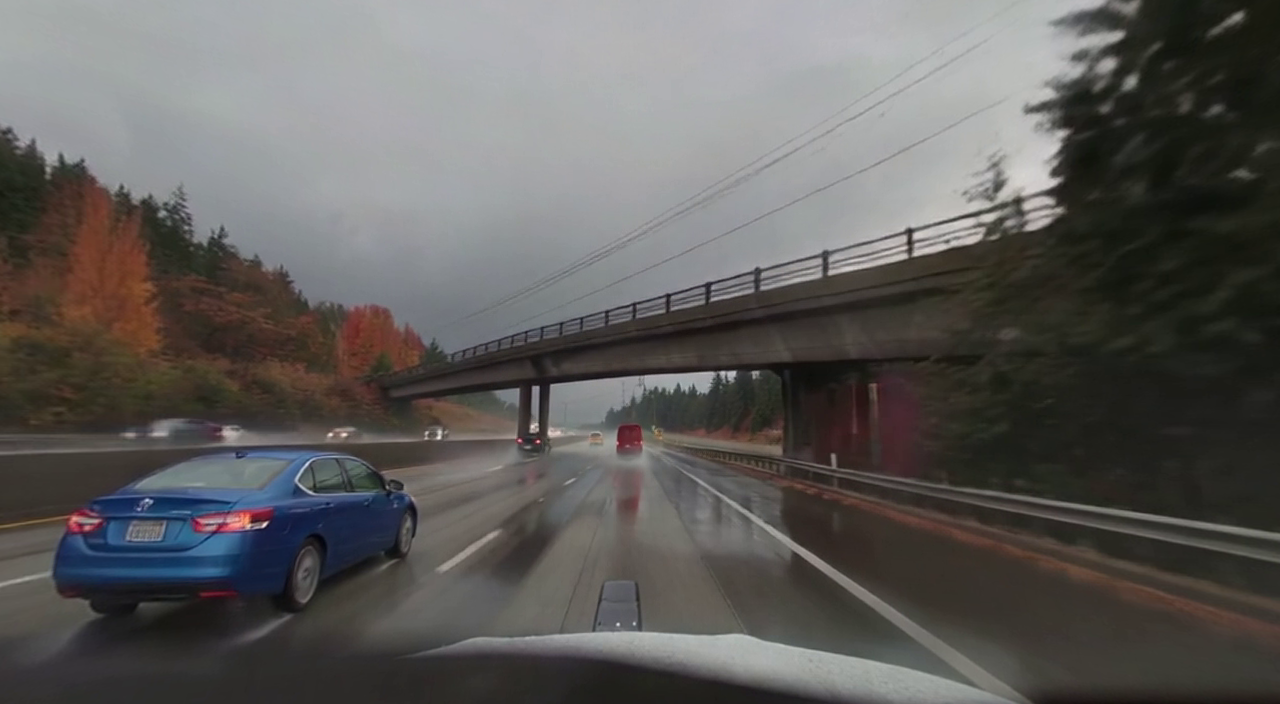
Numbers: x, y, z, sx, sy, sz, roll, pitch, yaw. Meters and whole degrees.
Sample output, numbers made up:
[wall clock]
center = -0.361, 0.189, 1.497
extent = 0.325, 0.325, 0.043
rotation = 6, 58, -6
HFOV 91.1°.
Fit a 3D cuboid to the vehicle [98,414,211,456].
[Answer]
[vehicle]
center = -21.169, 3.651, 27.643
extent = 1.782, 1.672, 3.949
rotation = 0, -8, -1
